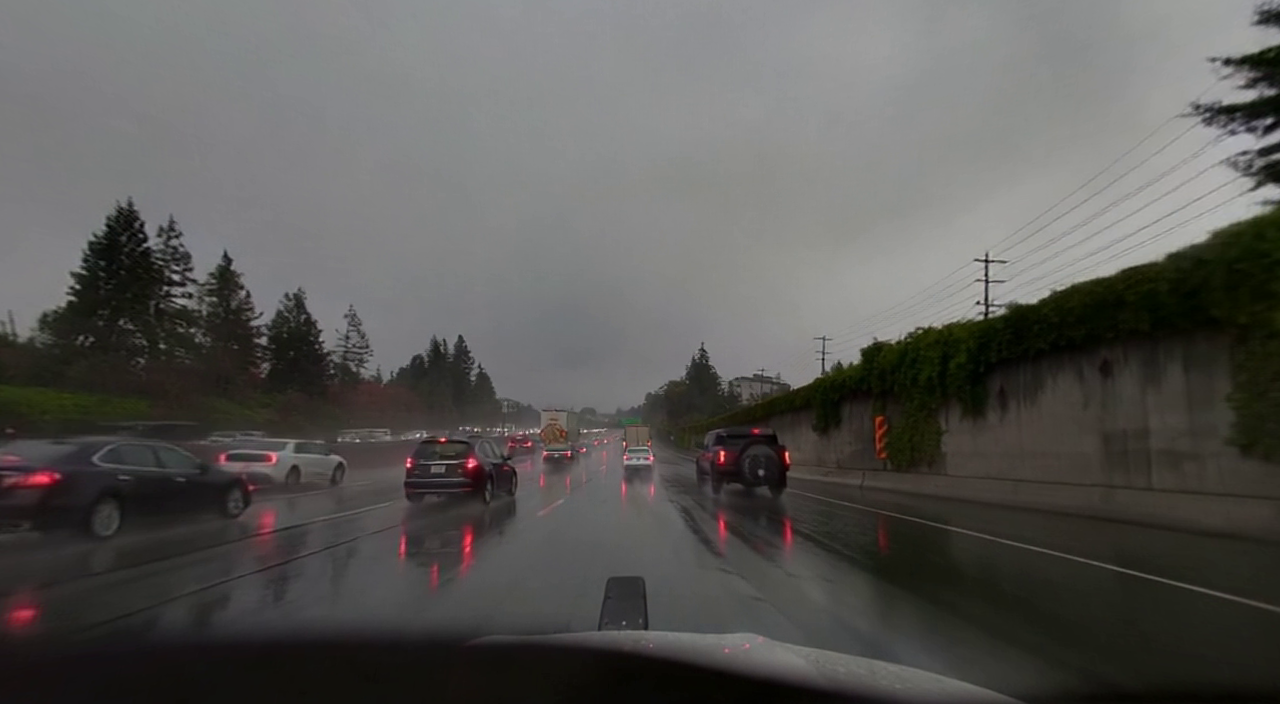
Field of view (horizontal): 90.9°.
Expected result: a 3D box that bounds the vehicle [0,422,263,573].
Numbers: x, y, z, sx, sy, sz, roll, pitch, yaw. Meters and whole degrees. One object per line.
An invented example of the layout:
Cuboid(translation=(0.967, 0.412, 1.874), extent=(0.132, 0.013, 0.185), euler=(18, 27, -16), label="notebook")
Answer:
Cuboid(translation=(-7.491, 1.773, 8.402), extent=(1.985, 1.529, 4.710), euler=(0, -8, 1), label="vehicle")

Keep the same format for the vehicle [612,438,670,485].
Cuboid(translation=(0.049, 4.199, 24.526), extent=(2.092, 1.671, 3.889), euler=(0, -8, 1), label="vehicle")

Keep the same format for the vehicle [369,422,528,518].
Cuboid(translation=(-3.903, 2.484, 13.822), extent=(2.026, 1.719, 4.490), euler=(0, -8, 0), label="vehicle")

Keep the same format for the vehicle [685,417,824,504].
Cuboid(translation=(3.028, 3.086, 18.437), extent=(2.793, 2.132, 5.682), euler=(0, -8, -2), label="vehicle")

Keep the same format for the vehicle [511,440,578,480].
Cuboid(translation=(-3.889, 4.481, 26.549), extent=(2.049, 1.530, 4.707), euler=(0, -8, 1), label="vehicle")

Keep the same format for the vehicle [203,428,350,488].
Cuboid(translation=(-11.244, 3.301, 19.984), extent=(1.897, 1.655, 4.543), euler=(0, -8, 1), label="vehicle")
